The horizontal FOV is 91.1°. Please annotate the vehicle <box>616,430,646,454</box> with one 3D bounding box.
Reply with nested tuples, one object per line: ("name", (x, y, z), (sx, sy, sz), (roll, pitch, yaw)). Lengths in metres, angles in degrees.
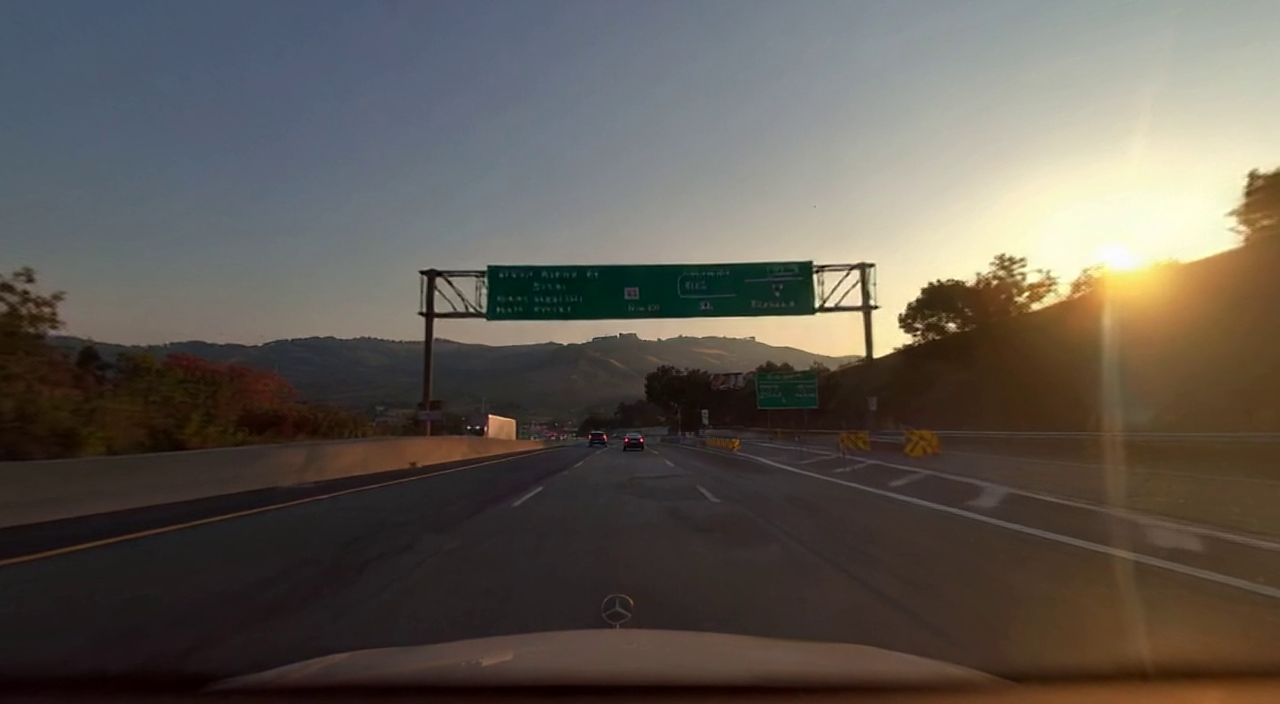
("vehicle", (-0.682, 6.370, 44.650), (1.984, 1.586, 3.866), (0, -8, -2))
